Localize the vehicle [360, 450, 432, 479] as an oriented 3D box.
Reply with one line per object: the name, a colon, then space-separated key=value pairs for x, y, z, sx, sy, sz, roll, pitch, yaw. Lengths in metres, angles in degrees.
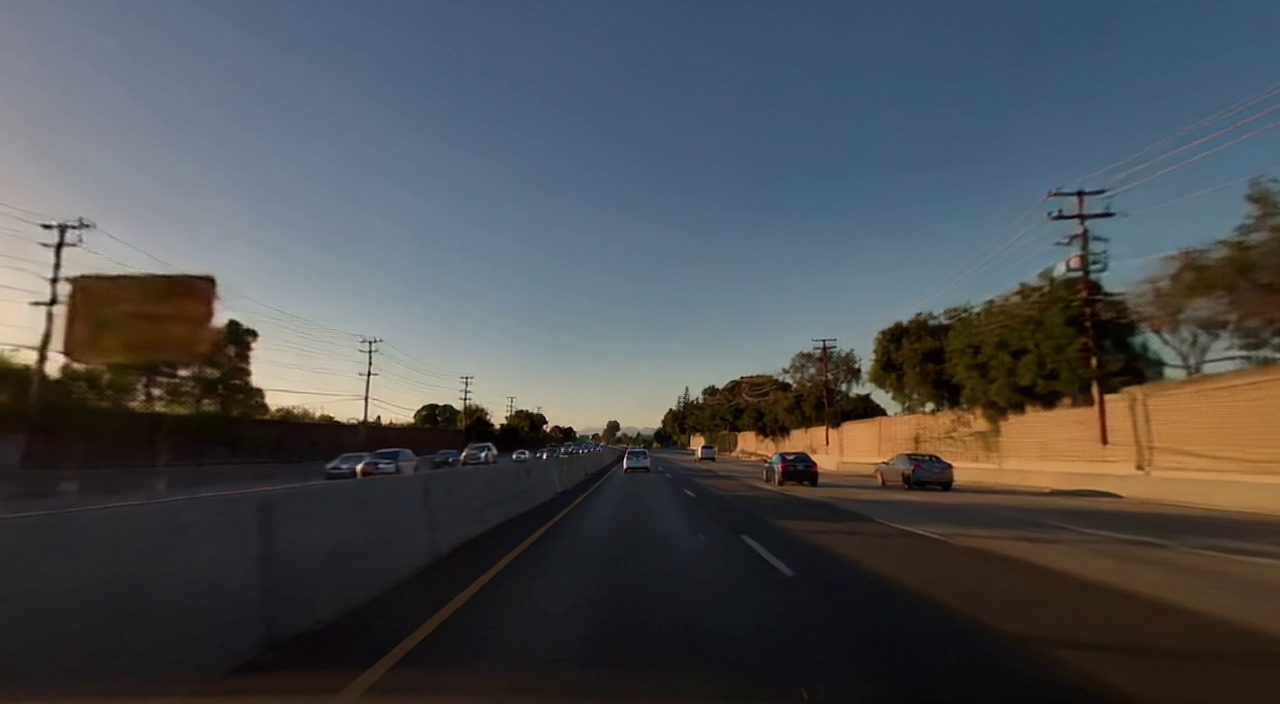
vehicle: x=-13.549 y=6.245 z=35.469 sx=2.133 sy=1.485 sz=4.644 roll=0 pitch=-9 yaw=1

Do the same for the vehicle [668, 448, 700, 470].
vehicle: x=3.189 y=7.888 z=46.732 sx=1.981 sy=1.480 sz=4.316 roll=0 pitch=-9 yaw=-1

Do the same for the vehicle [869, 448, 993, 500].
vehicle: x=9.586 y=4.015 z=21.259 sx=1.969 sy=1.506 sz=4.422 roll=0 pitch=-9 yaw=-1

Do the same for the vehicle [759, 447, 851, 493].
vehicle: x=5.903 y=4.254 z=23.233 sx=2.069 sy=1.520 sz=4.614 roll=0 pitch=-9 yaw=-1

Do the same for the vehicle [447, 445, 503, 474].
vehicle: x=-10.271 y=6.701 z=39.664 sx=2.288 sy=1.735 sz=4.468 roll=0 pitch=-9 yaw=0

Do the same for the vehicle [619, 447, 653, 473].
vehicle: x=-0.273 y=6.663 z=39.104 sx=1.993 sy=1.506 sz=3.883 roll=0 pitch=-9 yaw=-1
